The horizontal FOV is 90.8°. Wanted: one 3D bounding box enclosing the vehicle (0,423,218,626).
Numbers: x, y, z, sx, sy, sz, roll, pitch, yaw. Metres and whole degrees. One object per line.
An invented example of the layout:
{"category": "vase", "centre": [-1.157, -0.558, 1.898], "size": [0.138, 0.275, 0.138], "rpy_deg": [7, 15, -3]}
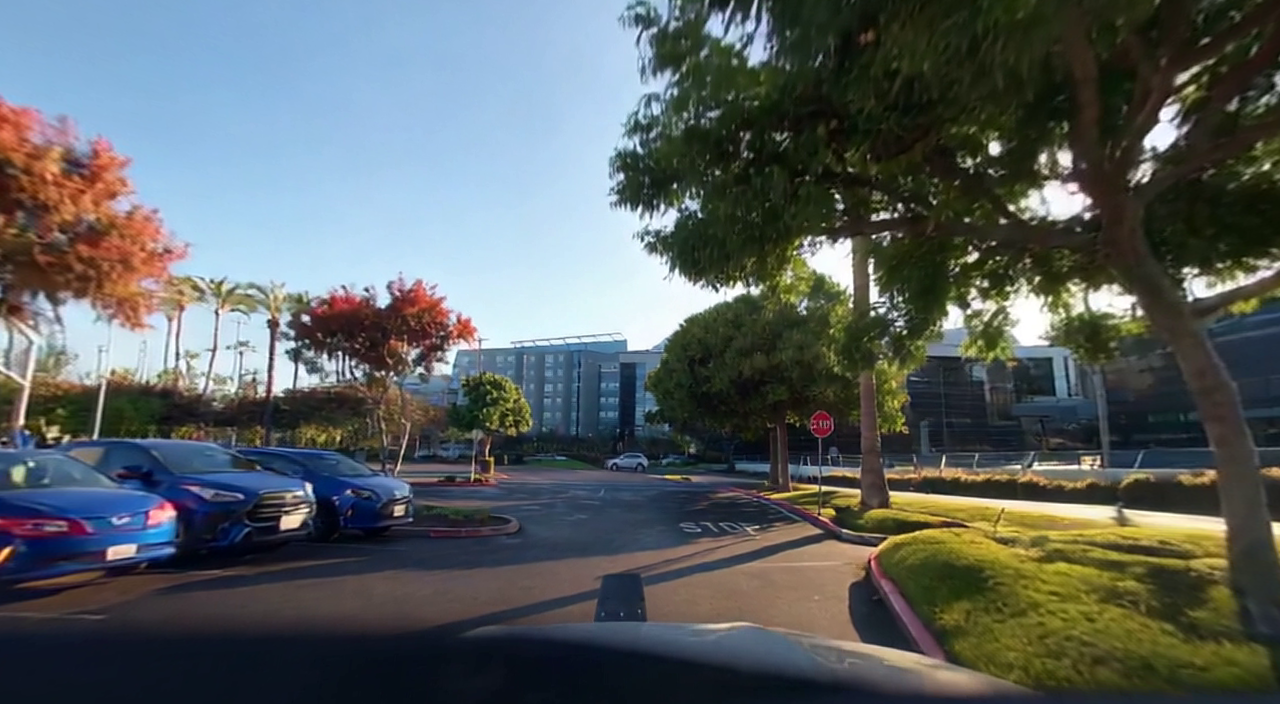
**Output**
{"category": "vehicle", "centre": [-7.375, 1.543, 6.557], "size": [4.416, 1.636, 2.206], "rpy_deg": [2, -9, 7]}

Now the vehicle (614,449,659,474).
{"category": "vehicle", "centre": [-0.305, 7.742, 44.985], "size": [2.071, 1.700, 4.367], "rpy_deg": [3, -9, -16]}
